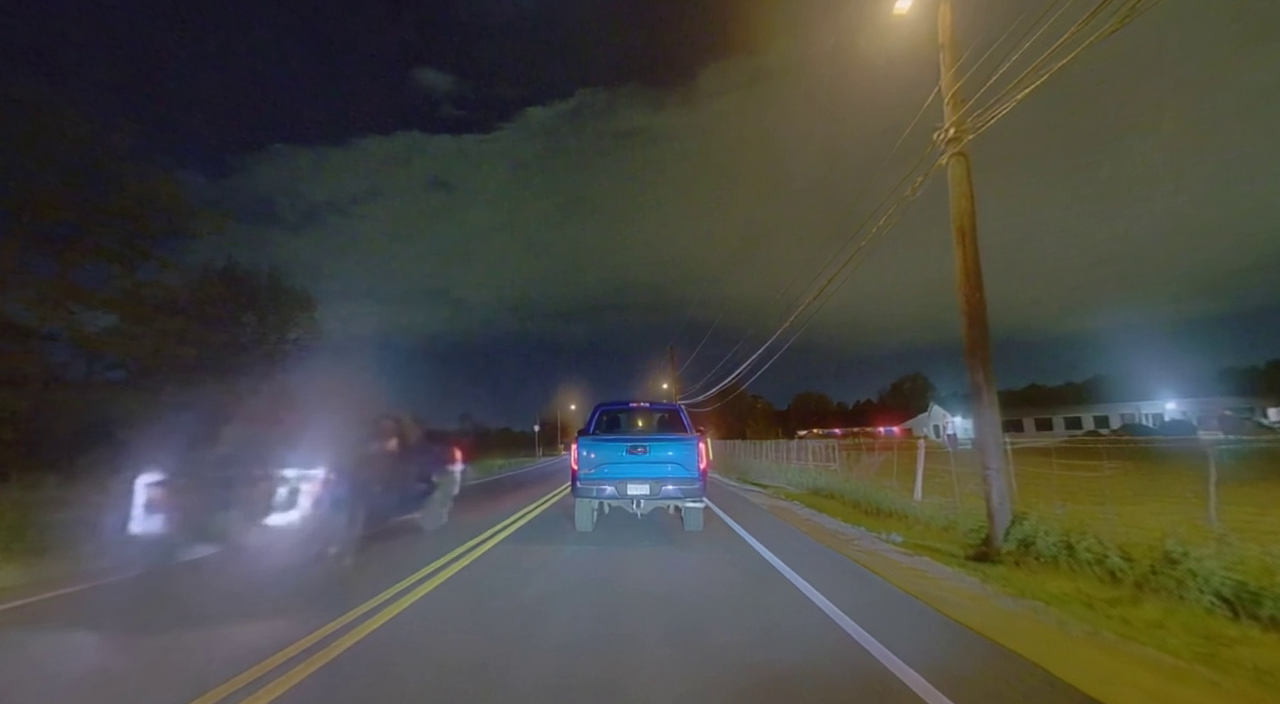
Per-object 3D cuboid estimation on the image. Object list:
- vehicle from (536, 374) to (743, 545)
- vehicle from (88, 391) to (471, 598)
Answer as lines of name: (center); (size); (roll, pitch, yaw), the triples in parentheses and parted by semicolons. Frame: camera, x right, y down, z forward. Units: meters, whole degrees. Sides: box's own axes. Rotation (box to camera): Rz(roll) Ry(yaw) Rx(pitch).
vehicle: (-0.070, 1.830, 11.281); (2.693, 2.223, 5.885); (0, -8, -1)
vehicle: (-3.851, 1.615, 8.047); (2.072, 1.819, 4.707); (0, -8, 0)
